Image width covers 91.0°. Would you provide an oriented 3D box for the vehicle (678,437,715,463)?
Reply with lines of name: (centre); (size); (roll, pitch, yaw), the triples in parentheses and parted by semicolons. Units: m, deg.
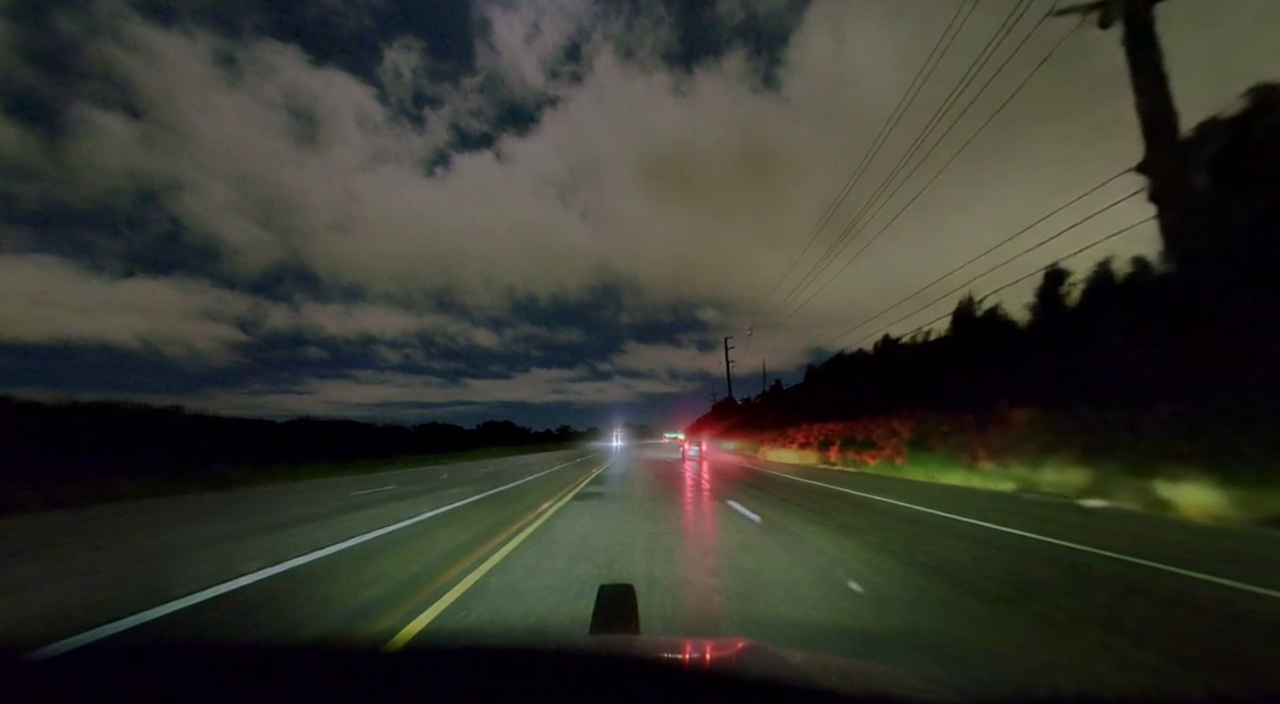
vehicle: (3.571, 6.300, 40.610); (1.977, 1.581, 4.428); (-1, -8, 0)
